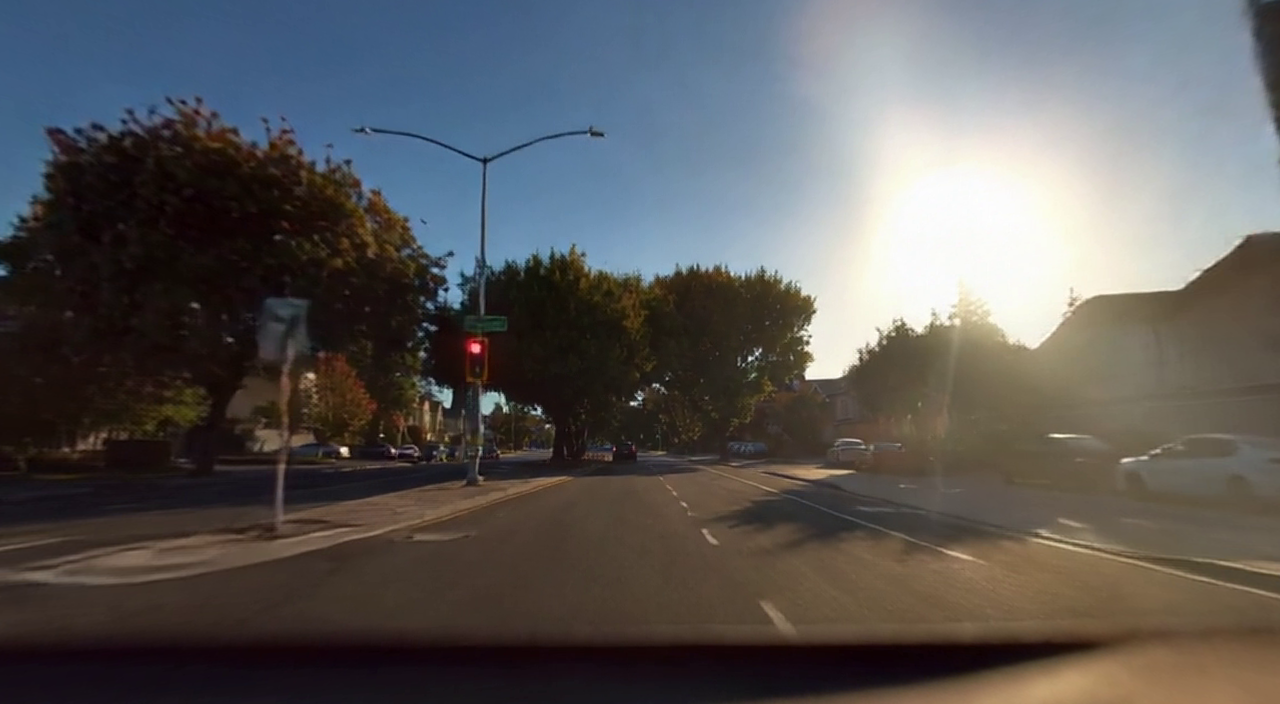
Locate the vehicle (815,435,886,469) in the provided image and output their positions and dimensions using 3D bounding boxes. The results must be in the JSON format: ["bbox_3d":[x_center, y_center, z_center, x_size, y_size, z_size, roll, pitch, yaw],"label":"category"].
[{"bbox_3d":[11.259,5.410,34.138,2.156,1.689,4.774,0,-8,0],"label":"vehicle"}]

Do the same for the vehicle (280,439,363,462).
[{"bbox_3d":[-21.353,6.609,42.342,4.547,1.484,1.914,0,-8,1],"label":"vehicle"}]

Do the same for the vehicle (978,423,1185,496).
[{"bbox_3d":[11.811,2.924,17.426,2.226,1.720,4.708,0,-8,-1],"label":"vehicle"}]

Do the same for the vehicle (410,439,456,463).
[{"bbox_3d":[-15.806,7.586,48.335,2.042,1.748,4.584,0,-8,-1],"label":"vehicle"}]

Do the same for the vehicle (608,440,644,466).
[{"bbox_3d":[-0.862,6.203,38.867,2.113,1.462,4.203,0,-8,-2],"label":"vehicle"}]

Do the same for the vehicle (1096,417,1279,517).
[{"bbox_3d":[11.797,2.223,12.500,2.018,1.665,4.576,0,-8,0],"label":"vehicle"}]

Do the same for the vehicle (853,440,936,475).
[{"bbox_3d":[11.438,4.746,28.721,1.838,1.443,4.563,0,-8,-1],"label":"vehicle"}]
